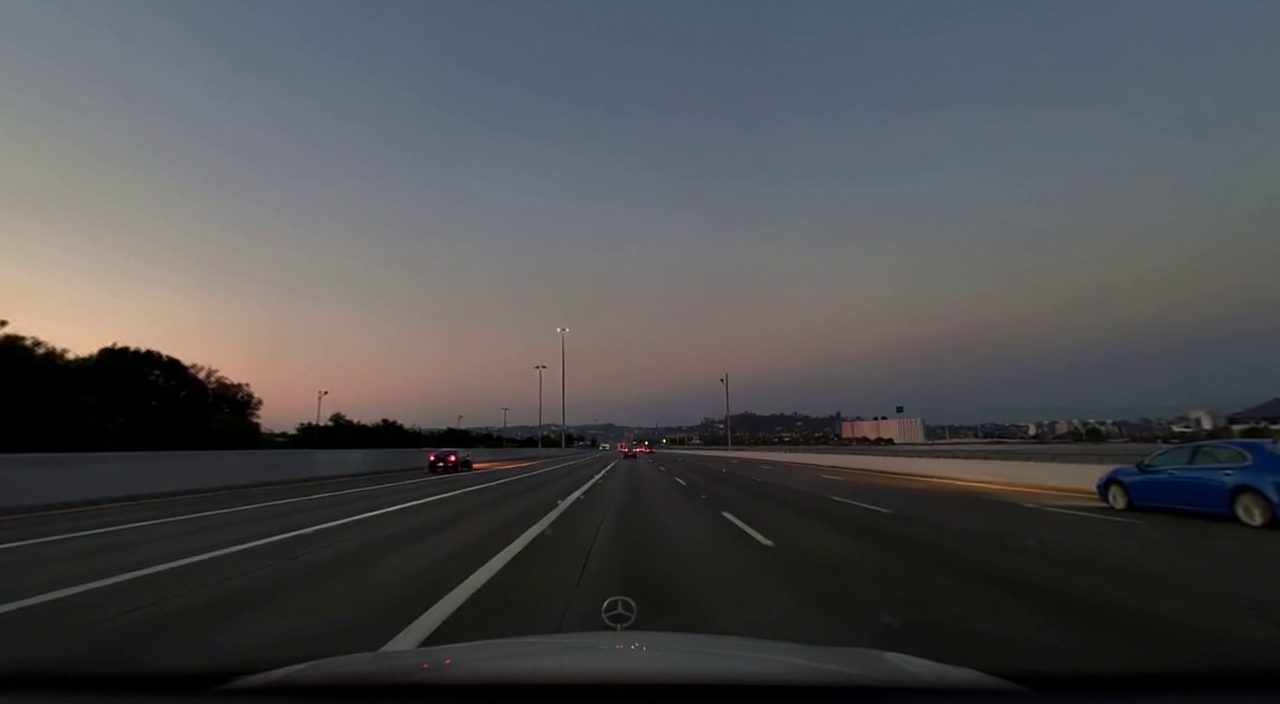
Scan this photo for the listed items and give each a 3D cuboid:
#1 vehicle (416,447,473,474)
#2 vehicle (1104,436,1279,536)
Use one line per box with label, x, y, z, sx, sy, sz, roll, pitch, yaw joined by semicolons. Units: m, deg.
vehicle;-11.403;6.320;37.177;1.921;1.452;4.429;0;-9;0
vehicle;10.617;2.197;10.731;1.985;1.493;4.486;0;-9;-1
